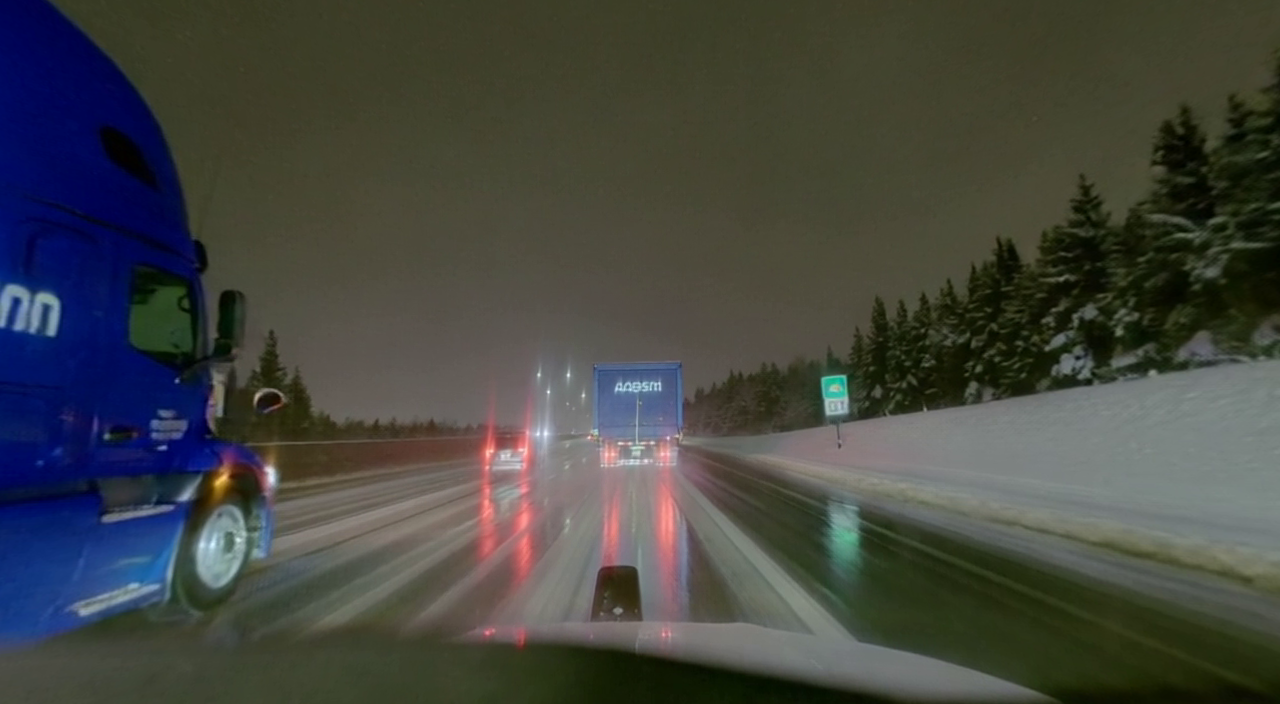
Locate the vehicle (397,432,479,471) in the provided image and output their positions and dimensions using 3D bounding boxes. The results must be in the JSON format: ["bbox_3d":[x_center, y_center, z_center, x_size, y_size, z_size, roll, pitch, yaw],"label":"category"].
[{"bbox_3d":[-8.480,4.192,26.904,1.976,1.510,4.604,0,-8,0],"label":"vehicle"}]

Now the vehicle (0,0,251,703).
[{"bbox_3d":[-4.324,-0.366,1.522,3.007,4.031,6.044,0,-7,-3],"label":"vehicle"}]

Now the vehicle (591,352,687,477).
[{"bbox_3d":[-0.251,2.742,25.992,3.118,4.106,10.719,0,-8,-2],"label":"vehicle"}]

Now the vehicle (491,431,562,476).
[{"bbox_3d":[-4.036,3.682,23.045,1.933,1.492,3.838,0,-8,-1],"label":"vehicle"}]
